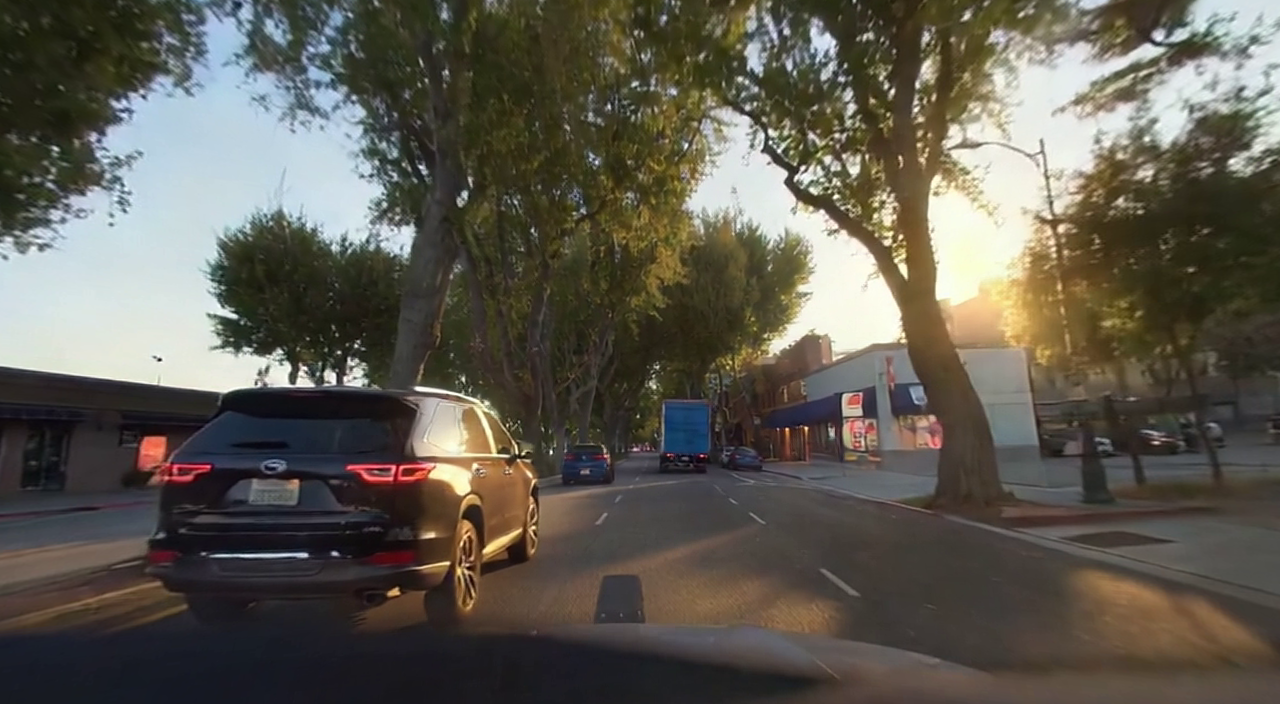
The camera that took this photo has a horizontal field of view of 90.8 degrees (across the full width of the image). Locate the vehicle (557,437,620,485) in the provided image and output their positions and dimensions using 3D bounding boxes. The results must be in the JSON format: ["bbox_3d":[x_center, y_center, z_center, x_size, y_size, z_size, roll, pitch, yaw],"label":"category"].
[{"bbox_3d":[-1.957,4.346,25.489,2.040,1.711,4.475,0,-8,2],"label":"vehicle"}]

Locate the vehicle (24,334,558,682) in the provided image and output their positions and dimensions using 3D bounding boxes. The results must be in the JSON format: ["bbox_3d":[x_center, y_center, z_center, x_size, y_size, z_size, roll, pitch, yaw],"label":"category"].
[{"bbox_3d":[-2.399,1.268,6.243,2.293,2.036,4.853,-1,-9,3],"label":"vehicle"}]

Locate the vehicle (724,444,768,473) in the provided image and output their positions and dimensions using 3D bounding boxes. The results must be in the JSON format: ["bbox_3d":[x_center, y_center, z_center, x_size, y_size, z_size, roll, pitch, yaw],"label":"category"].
[{"bbox_3d":[6.065,6.130,36.608,1.929,1.522,4.158,-1,-9,2],"label":"vehicle"}]

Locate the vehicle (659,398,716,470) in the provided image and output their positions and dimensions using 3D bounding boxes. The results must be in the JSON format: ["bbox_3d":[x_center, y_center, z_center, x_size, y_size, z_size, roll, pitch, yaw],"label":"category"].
[{"bbox_3d":[2.990,5.782,43.744,3.007,4.206,12.913,0,-8,1],"label":"vehicle"}]

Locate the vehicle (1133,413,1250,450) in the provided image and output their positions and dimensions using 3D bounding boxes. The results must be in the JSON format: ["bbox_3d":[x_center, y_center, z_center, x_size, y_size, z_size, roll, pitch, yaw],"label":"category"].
[{"bbox_3d":[29.590,4.345,34.145,2.007,1.869,4.771,0,-8,2],"label":"vehicle"}]
